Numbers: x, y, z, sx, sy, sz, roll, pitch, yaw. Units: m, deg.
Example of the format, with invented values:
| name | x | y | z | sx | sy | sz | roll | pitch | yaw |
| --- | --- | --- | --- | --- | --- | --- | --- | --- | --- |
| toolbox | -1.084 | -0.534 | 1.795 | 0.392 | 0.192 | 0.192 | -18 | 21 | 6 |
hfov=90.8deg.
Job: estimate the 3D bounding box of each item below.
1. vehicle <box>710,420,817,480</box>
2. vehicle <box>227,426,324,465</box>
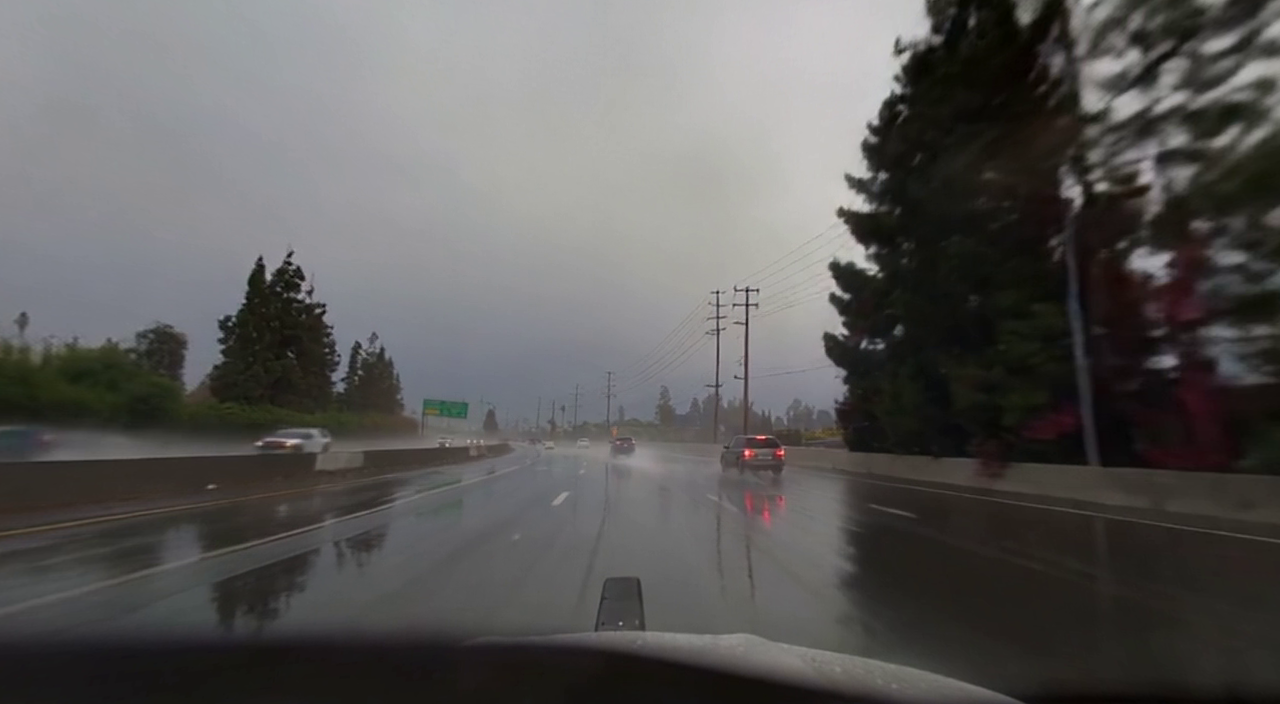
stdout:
| name | x | y | z | sx | sy | sz | roll | pitch | yaw |
| --- | --- | --- | --- | --- | --- | --- | --- | --- | --- |
| vehicle | 4.582 | 3.809 | 24.688 | 2.504 | 2.033 | 5.979 | 1 | -8 | -5 |
| vehicle | -19.172 | 4.959 | 33.574 | 2.184 | 1.870 | 5.387 | 1 | -8 | -4 |
